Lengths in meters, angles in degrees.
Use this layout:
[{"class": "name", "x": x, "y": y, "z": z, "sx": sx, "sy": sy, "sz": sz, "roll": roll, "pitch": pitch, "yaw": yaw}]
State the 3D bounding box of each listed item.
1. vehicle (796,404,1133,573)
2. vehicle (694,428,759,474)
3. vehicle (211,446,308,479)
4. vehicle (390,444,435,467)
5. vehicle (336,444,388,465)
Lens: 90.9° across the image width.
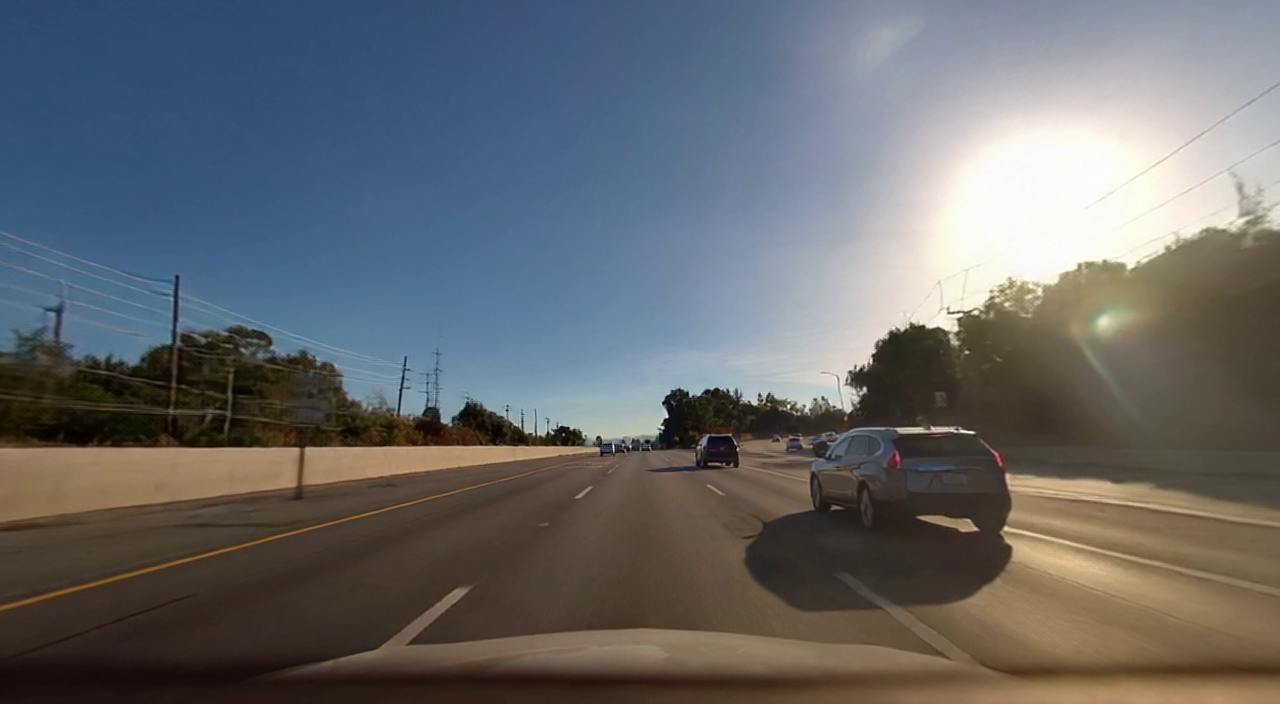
[{"class": "vehicle", "x": 3.773, "y": 1.677, "z": 8.538, "sx": 2.146, "sy": 1.639, "sz": 4.475, "roll": 0, "pitch": -8, "yaw": 0}, {"class": "vehicle", "x": 4.104, "y": 4.826, "z": 30.963, "sx": 2.442, "sy": 2.022, "sz": 5.466, "roll": 0, "pitch": -8, "yaw": 0}, {"class": "vehicle", "x": -18.885, "y": 5.488, "z": 31.574, "sx": 2.004, "sy": 1.492, "sz": 4.506, "roll": -1, "pitch": -8, "yaw": 1}, {"class": "vehicle", "x": -16.209, "y": 7.376, "z": 45.062, "sx": 1.966, "sy": 1.509, "sz": 3.808, "roll": 0, "pitch": -9, "yaw": -3}, {"class": "vehicle", "x": -21.375, "y": 7.897, "z": 48.703, "sx": 1.978, "sy": 1.594, "sz": 4.424, "roll": 0, "pitch": -9, "yaw": 0}]
